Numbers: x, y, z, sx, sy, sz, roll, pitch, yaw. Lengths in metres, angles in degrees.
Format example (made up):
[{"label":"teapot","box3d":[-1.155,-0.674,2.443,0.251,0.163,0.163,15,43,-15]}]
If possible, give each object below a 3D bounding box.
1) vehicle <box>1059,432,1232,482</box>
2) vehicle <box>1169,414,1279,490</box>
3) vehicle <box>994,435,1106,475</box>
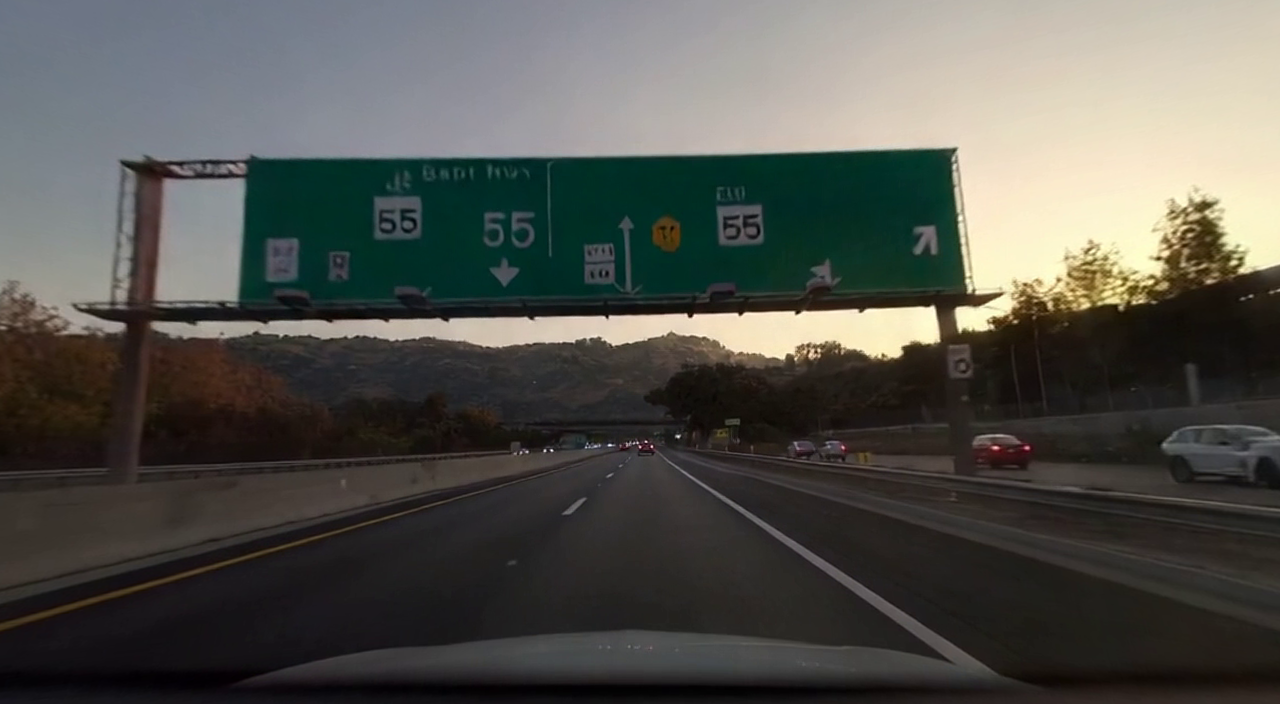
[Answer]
[{"label":"vehicle","box3d":[28.754,6.040,36.605,2.981,2.531,8.487,0,-9,0]},{"label":"vehicle","box3d":[28.597,4.702,29.844,2.644,3.246,4.908,-1,-9,2]},{"label":"vehicle","box3d":[29.083,7.337,45.277,3.048,2.634,7.590,-1,-8,1]}]
